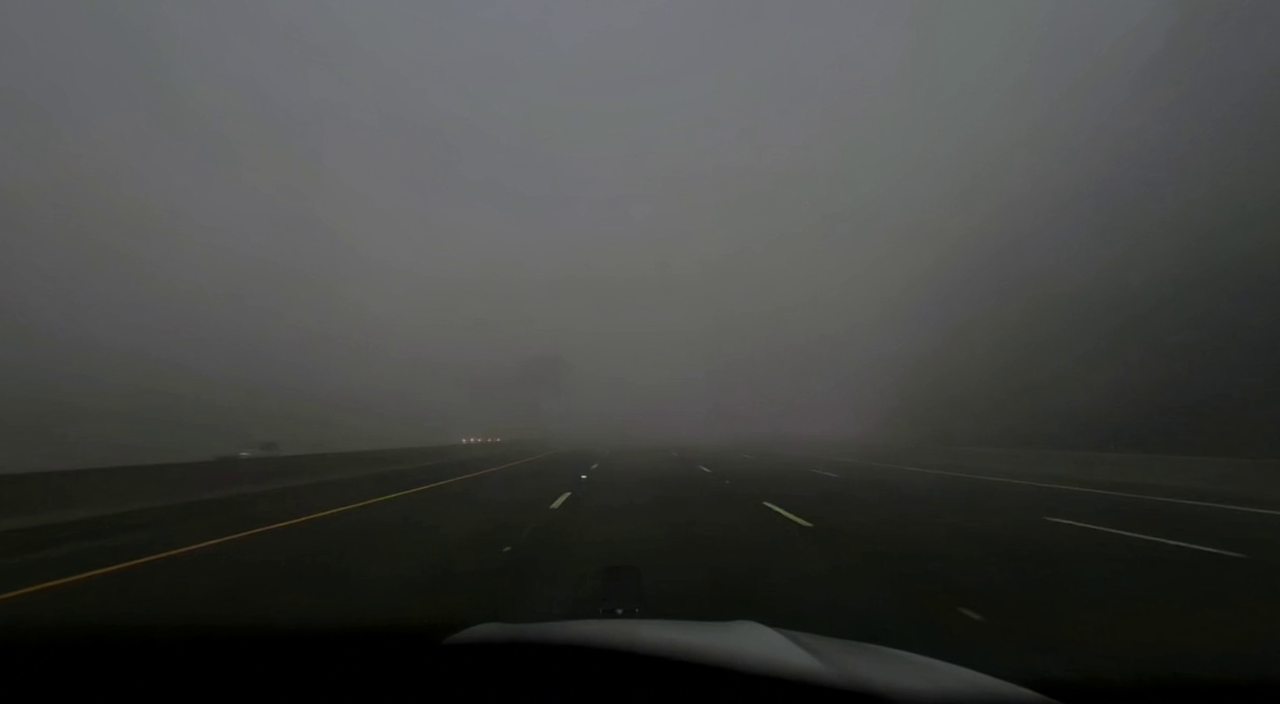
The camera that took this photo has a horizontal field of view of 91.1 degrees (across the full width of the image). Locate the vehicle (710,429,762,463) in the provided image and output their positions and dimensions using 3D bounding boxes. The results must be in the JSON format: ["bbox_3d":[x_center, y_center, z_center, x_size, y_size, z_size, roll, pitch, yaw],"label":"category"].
[{"bbox_3d":[4.613,4.560,30.710,1.802,1.492,3.804,0,-8,-2],"label":"vehicle"}]
